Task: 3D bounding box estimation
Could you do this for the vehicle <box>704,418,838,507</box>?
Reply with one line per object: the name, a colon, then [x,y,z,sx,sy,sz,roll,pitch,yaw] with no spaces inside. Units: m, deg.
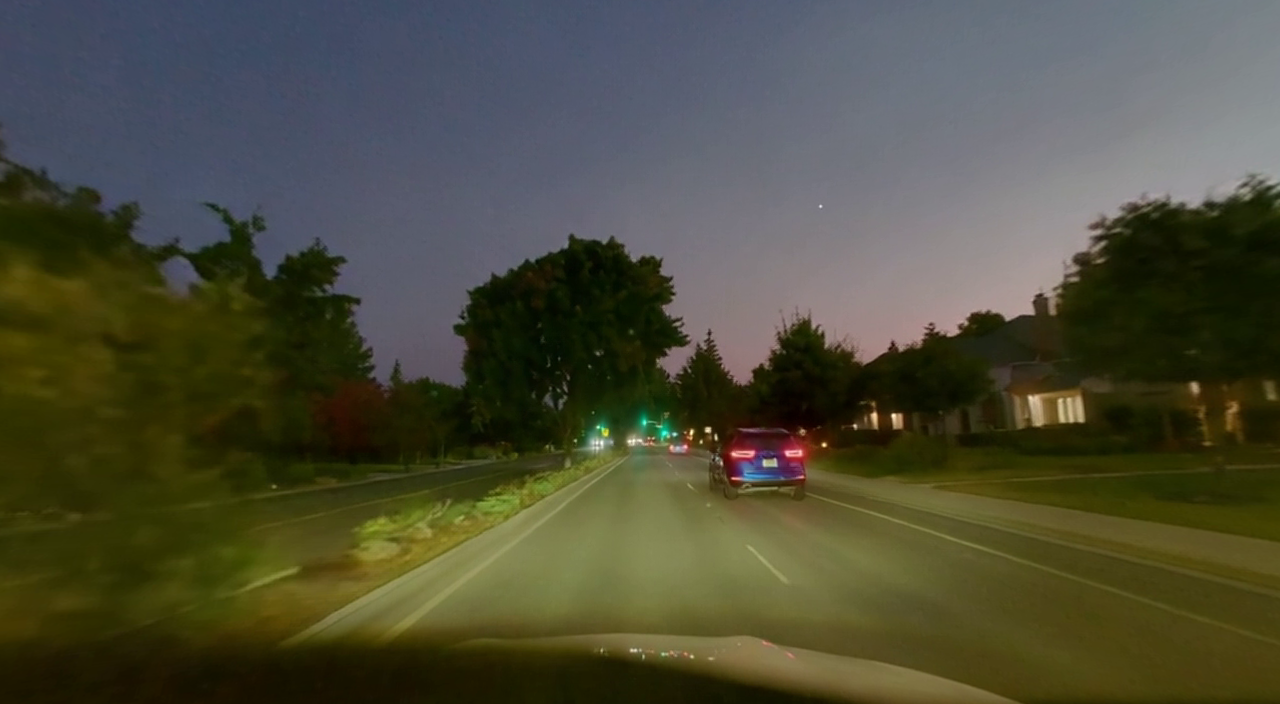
vehicle: [2.871,2.562,15.056,2.180,1.773,4.639,0,-8,0]
